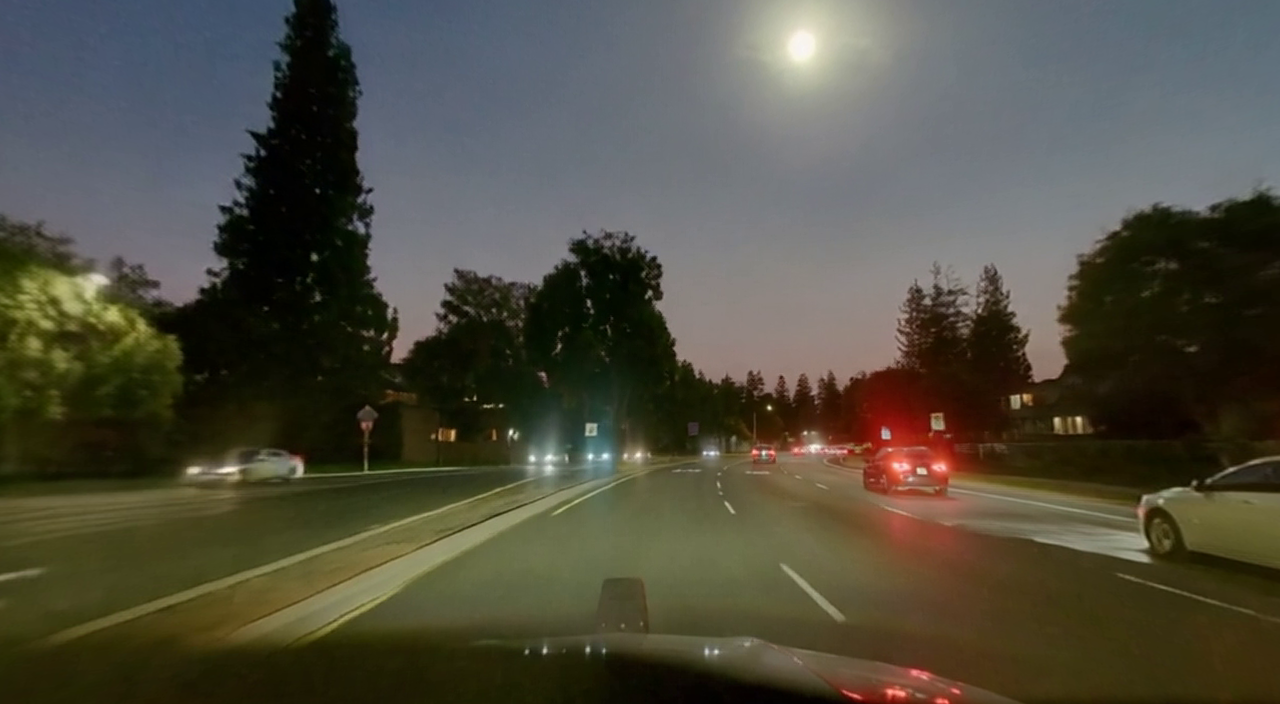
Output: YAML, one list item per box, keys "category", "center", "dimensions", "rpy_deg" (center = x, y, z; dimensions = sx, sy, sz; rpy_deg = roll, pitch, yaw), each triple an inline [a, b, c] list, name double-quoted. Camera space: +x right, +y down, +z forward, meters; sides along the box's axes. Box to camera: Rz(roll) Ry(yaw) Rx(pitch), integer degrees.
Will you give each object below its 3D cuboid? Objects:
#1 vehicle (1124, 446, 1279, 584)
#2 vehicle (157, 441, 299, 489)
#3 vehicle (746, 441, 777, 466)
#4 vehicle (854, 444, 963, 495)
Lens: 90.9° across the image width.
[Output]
- category: "vehicle"
  center: [7.407, 1.639, 6.270]
  dimensions: [1.783, 1.386, 4.433]
  rpy_deg: [0, -8, 2]
- category: "vehicle"
  center: [-16.250, 4.445, 25.196]
  dimensions: [1.952, 1.686, 4.494]
  rpy_deg: [-2, -9, 14]
- category: "vehicle"
  center: [8.474, 7.086, 44.109]
  dimensions: [1.991, 1.684, 4.127]
  rpy_deg: [-2, -9, 10]
- category: "vehicle"
  center: [8.589, 3.764, 20.638]
  dimensions: [1.855, 1.444, 4.389]
  rpy_deg: [-1, -8, 4]
